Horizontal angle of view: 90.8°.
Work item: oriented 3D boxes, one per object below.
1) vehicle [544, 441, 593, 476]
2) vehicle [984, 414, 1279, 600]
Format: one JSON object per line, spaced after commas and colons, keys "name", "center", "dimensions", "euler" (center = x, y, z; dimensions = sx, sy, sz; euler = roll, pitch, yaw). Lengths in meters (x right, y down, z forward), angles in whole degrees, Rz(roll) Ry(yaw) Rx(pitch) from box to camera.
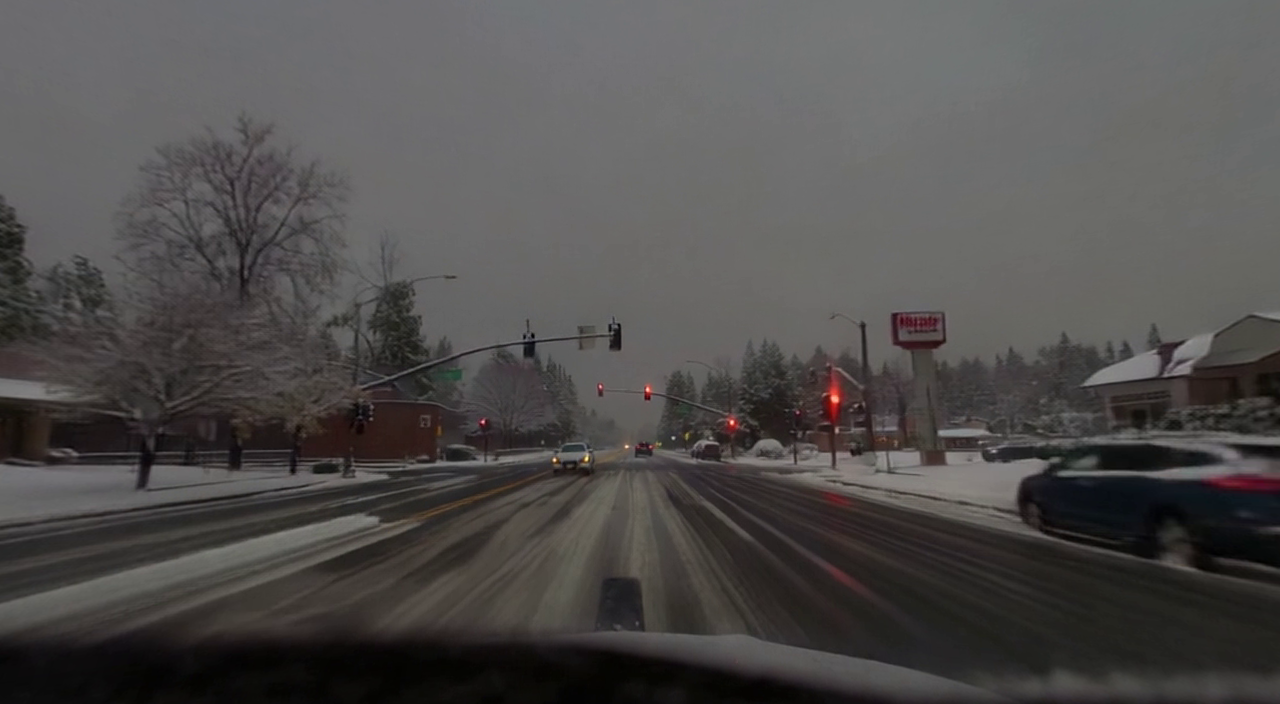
{"name": "vehicle", "center": [-3.331, 5.051, 30.275], "dimensions": [1.915, 1.553, 3.846], "euler": [0, -8, 0]}
{"name": "vehicle", "center": [7.235, 1.868, 8.653], "dimensions": [2.132, 1.793, 5.003], "euler": [0, -8, -1]}
